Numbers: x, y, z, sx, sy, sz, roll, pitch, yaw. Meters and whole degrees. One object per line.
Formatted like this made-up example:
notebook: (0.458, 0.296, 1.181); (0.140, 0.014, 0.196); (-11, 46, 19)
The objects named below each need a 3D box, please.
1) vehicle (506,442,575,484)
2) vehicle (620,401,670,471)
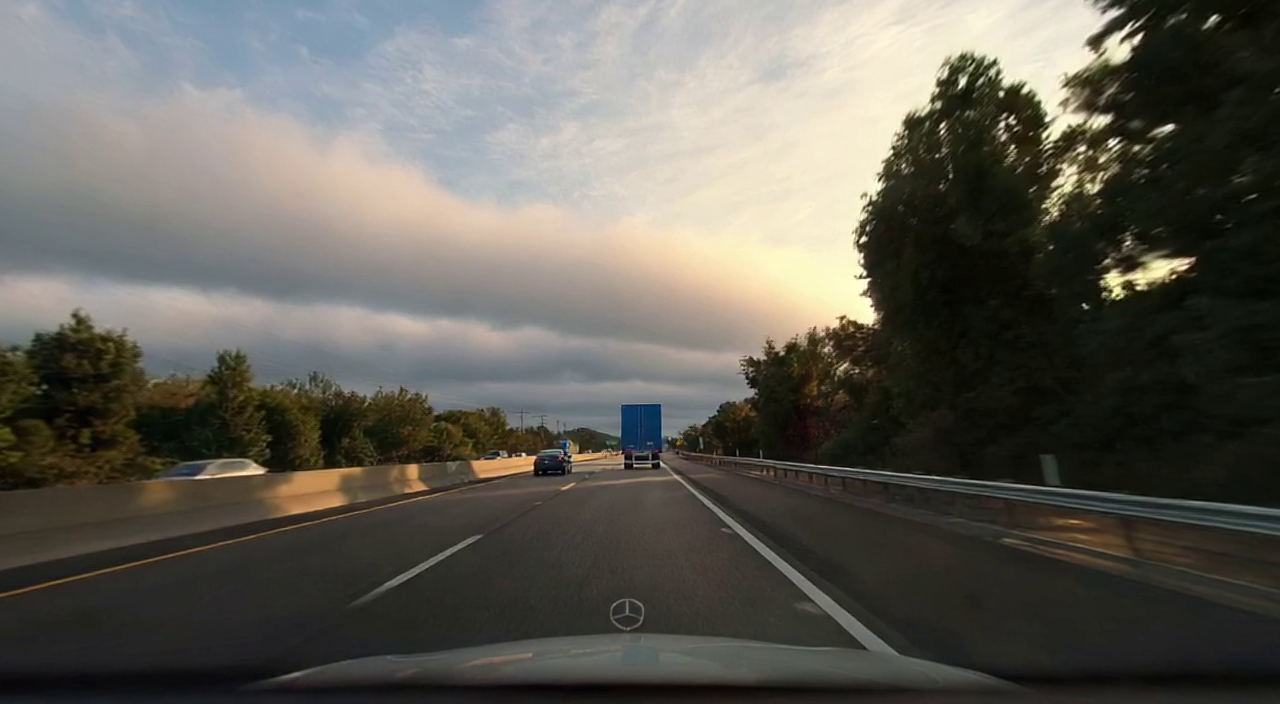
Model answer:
vehicle: (-3.967, 4.490, 25.793); (2.063, 1.583, 4.049); (0, -9, 1)
vehicle: (0.350, 5.576, 41.252); (2.899, 3.966, 10.053); (0, -9, 1)
